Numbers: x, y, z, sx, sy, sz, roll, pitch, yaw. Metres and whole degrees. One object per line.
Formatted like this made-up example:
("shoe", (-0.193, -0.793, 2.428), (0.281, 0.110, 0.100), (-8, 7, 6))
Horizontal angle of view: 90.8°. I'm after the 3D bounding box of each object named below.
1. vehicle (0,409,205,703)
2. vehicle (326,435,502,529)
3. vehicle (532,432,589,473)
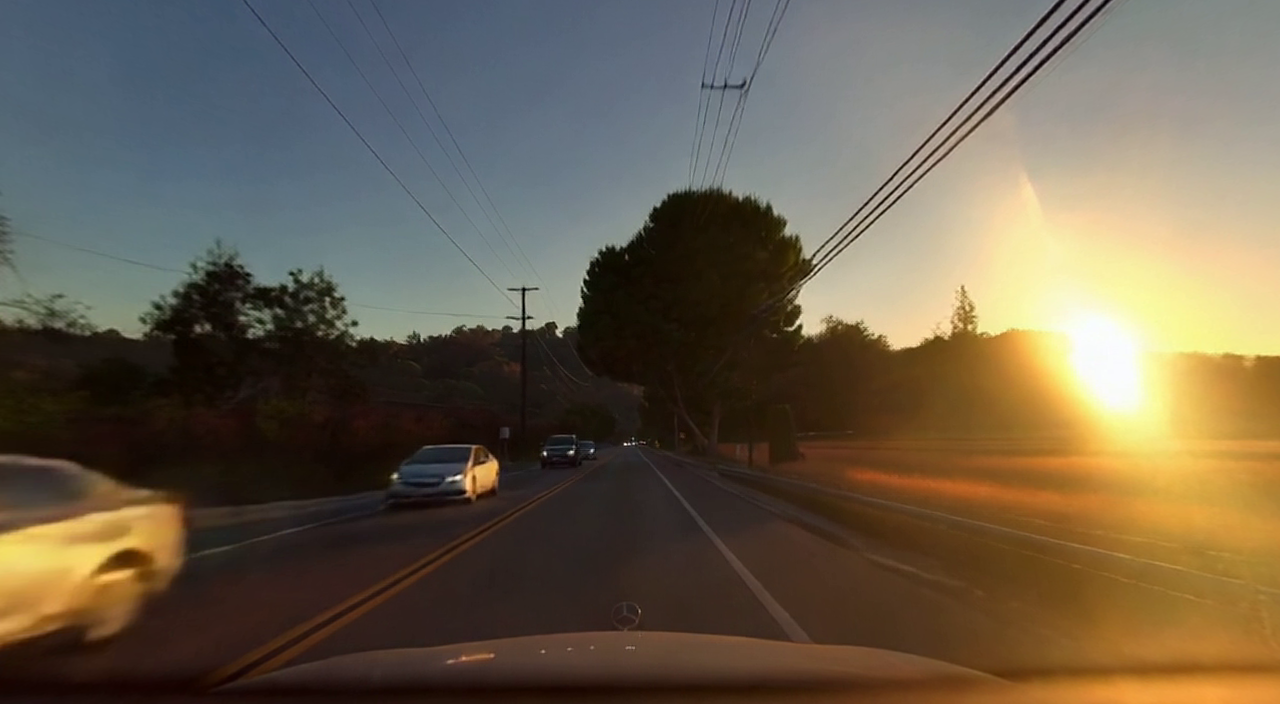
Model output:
("vehicle", (-4.657, 1.069, 2.795), (2.153, 1.630, 4.822), (-1, -8, -2))
("vehicle", (-4.701, 2.731, 14.106), (2.224, 1.612, 4.927), (-2, -8, -1))
("vehicle", (-4.737, 6.083, 38.735), (2.762, 2.167, 6.359), (-2, -8, -2))
